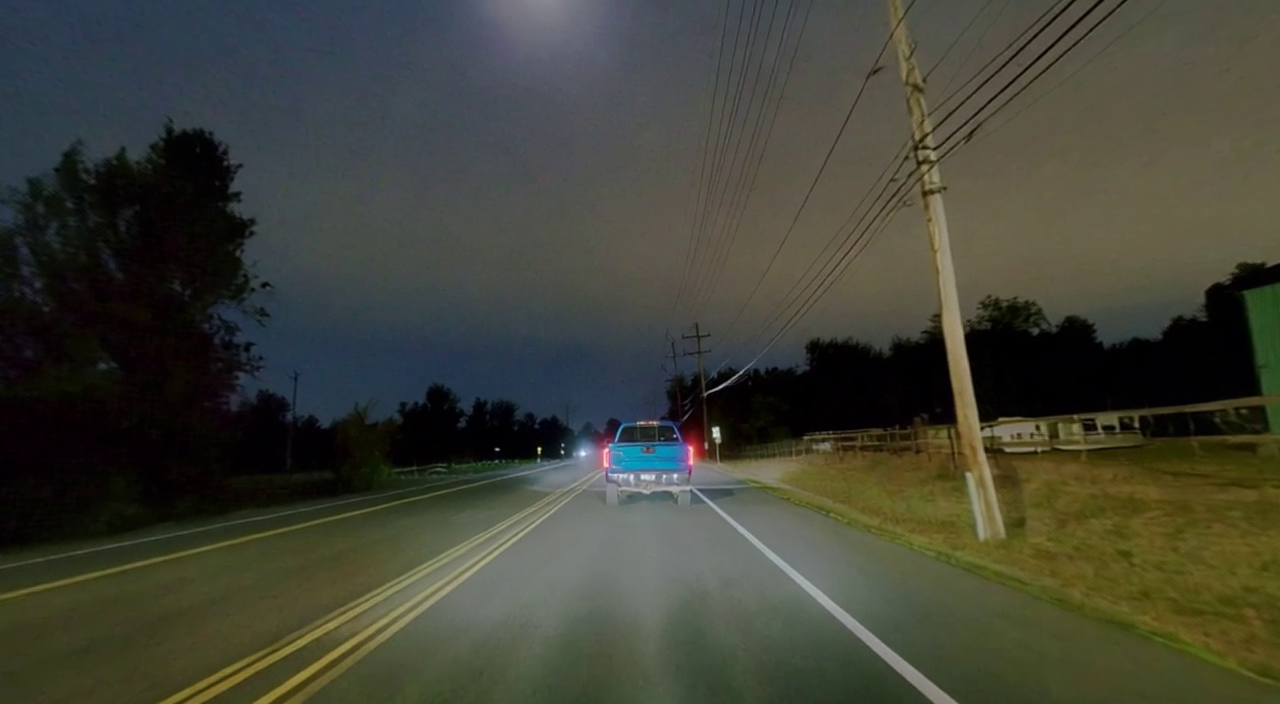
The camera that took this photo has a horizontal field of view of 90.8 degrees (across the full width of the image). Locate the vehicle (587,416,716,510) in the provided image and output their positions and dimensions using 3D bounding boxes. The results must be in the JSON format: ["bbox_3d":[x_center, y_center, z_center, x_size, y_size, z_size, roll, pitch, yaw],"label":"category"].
[{"bbox_3d":[0.159,2.790,16.433,2.693,1.941,6.356,0,-8,-1],"label":"vehicle"}]
